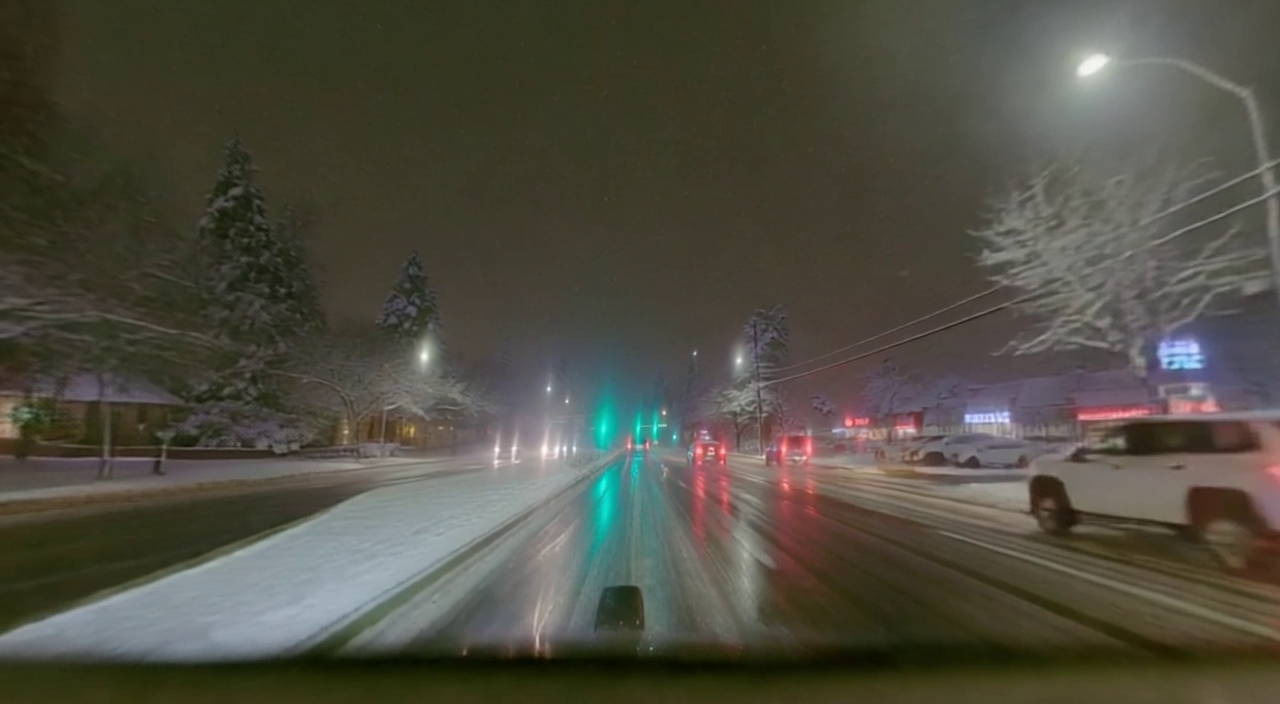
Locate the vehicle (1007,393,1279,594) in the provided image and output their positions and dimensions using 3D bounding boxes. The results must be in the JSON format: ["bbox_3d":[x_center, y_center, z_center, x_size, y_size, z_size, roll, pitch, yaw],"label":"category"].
[{"bbox_3d":[6.919,1.499,7.161,2.268,1.822,5.038,1,-8,-3],"label":"vehicle"}]

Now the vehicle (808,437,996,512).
[{"bbox_3d":[5.966,2.827,15.216,2.072,1.491,4.753,1,-8,-7],"label":"vehicle"}]

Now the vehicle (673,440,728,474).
[{"bbox_3d":[2.776,4.922,29.888,2.099,1.463,4.365,0,-8,-1],"label":"vehicle"}]
